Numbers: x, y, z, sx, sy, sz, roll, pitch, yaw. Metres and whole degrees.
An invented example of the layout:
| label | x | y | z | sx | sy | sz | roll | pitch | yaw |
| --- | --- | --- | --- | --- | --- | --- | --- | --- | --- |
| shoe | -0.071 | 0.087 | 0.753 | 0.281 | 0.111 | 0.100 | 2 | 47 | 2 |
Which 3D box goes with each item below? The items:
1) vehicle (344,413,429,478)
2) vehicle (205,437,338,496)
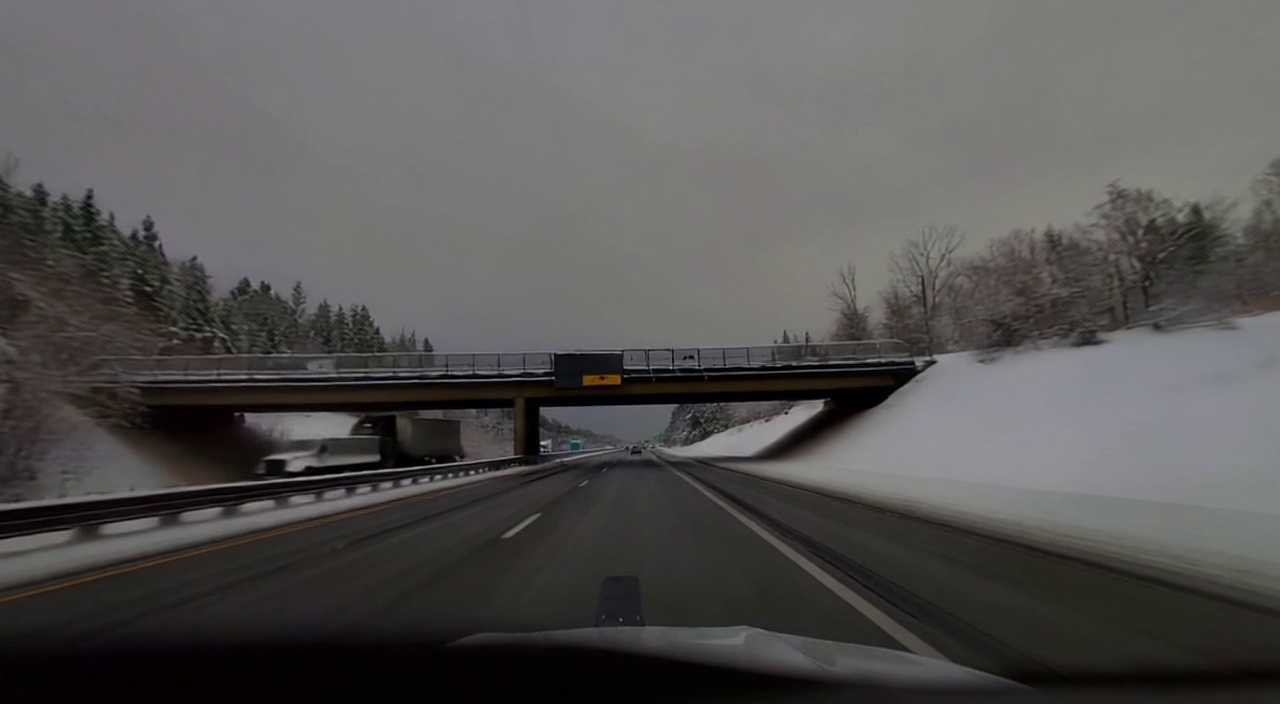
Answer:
| label | x | y | z | sx | sy | sz | roll | pitch | yaw |
| --- | --- | --- | --- | --- | --- | --- | --- | --- | --- |
| vehicle | -16.710 | 6.245 | 42.174 | 3.154 | 3.952 | 6.140 | 0 | -9 | -2 |
| vehicle | -13.720 | 4.285 | 23.903 | 2.254 | 1.979 | 4.563 | 0 | -9 | 0 |
